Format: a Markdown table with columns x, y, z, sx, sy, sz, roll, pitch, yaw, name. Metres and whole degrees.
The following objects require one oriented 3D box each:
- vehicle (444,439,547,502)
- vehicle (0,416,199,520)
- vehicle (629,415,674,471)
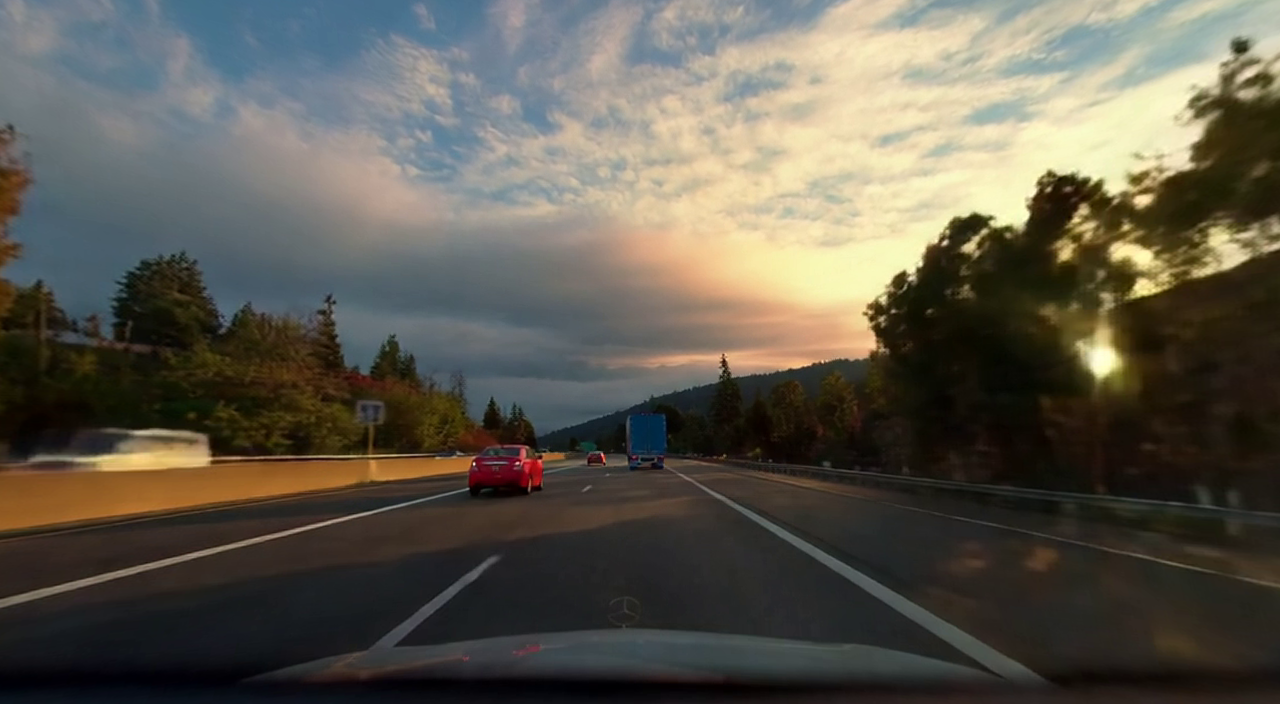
| x | y | z | sx | sy | sz | roll | pitch | yaw | name |
| --- | --- | --- | --- | --- | --- | --- | --- | --- | --- |
| -4.030 | 3.372 | 18.287 | 1.977 | 1.602 | 3.944 | 0 | -9 | 1 | vehicle |
| -12.645 | 2.486 | 13.891 | 2.094 | 1.864 | 5.154 | 0 | -9 | 0 | vehicle |
| 0.712 | 6.606 | 45.427 | 2.893 | 3.628 | 9.081 | 0 | -9 | 0 | vehicle |
